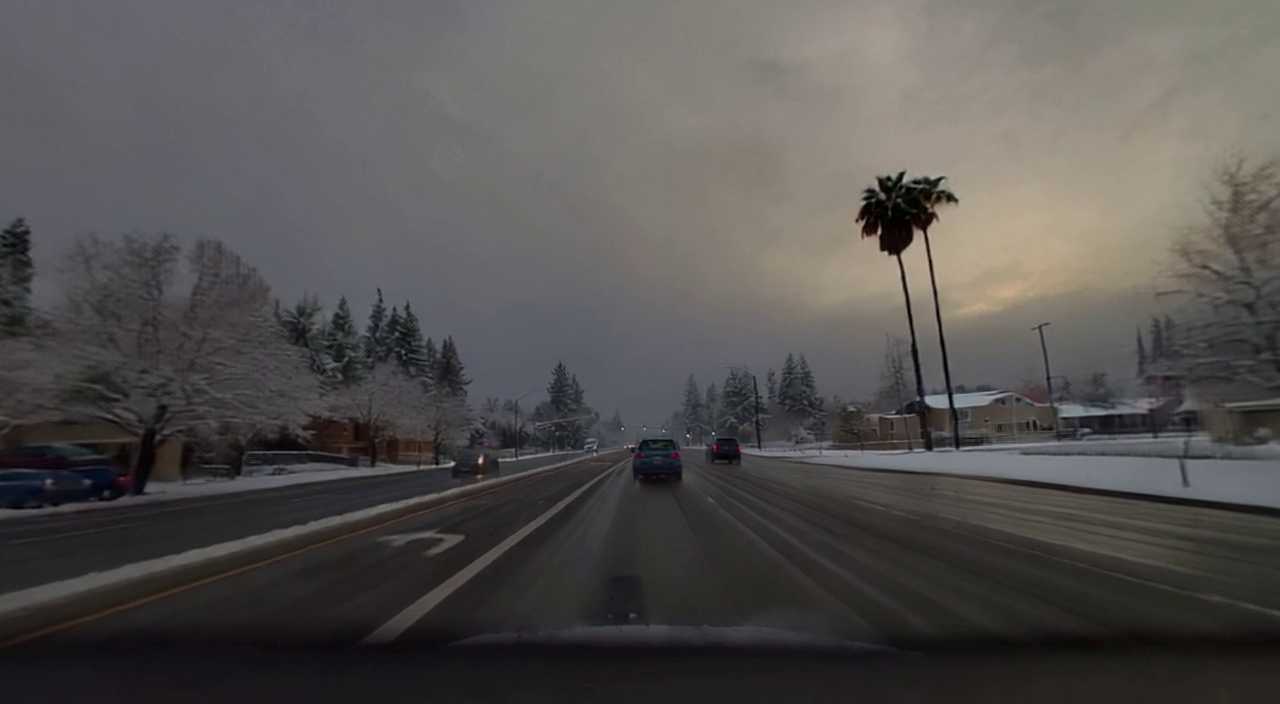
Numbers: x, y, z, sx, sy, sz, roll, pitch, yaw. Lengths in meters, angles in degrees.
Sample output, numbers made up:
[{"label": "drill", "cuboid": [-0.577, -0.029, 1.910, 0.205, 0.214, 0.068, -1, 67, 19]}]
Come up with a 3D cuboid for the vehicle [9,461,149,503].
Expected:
[{"label": "vehicle", "cuboid": [-23.492, 5.421, 26.668, 1.834, 1.499, 4.346, 0, -8, 1]}]

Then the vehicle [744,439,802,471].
[{"label": "vehicle", "cuboid": [6.595, 5.162, 31.746, 1.897, 1.477, 4.360, 0, -8, 0]}]

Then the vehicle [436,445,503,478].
[{"label": "vehicle", "cuboid": [-8.288, 5.358, 31.118, 1.951, 1.499, 4.710, 0, -8, 1]}]

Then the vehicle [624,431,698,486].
[{"label": "vehicle", "cuboid": [0.609, 3.601, 21.637, 2.289, 1.679, 4.180, 0, -8, -1]}]
